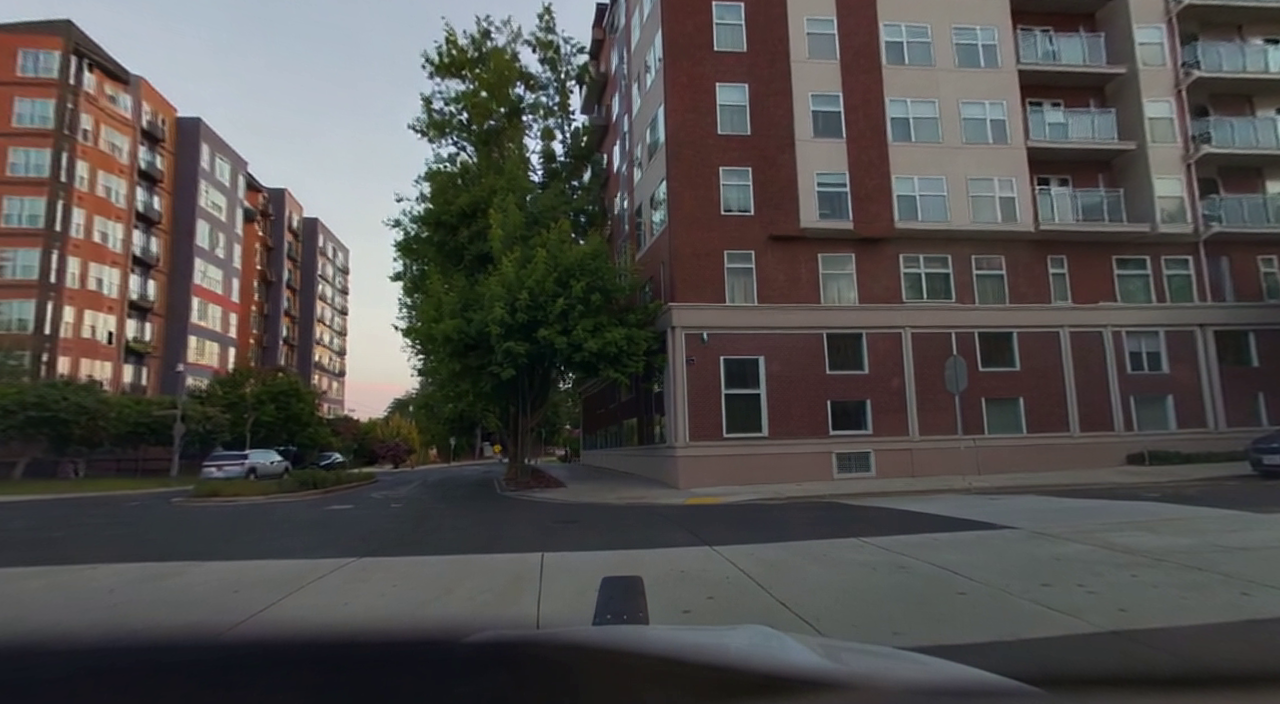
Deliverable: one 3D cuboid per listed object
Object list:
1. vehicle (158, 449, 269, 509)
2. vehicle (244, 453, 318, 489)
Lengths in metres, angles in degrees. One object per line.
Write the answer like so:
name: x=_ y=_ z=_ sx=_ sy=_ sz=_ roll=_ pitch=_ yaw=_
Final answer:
vehicle: x=-12.820 y=3.759 z=19.267 sx=2.027 sy=1.475 sz=4.522 roll=1 pitch=-8 yaw=-24
vehicle: x=-16.659 y=5.491 z=29.480 sx=1.941 sy=1.442 sz=4.384 roll=2 pitch=-9 yaw=-16
